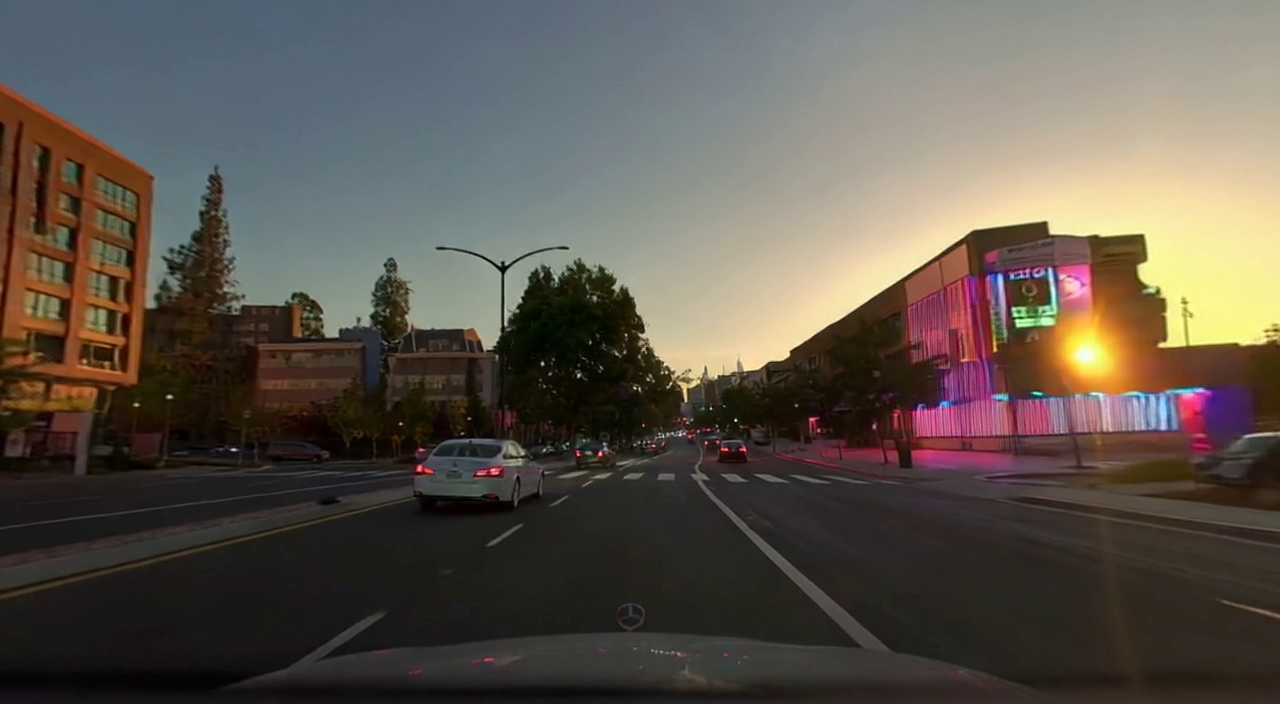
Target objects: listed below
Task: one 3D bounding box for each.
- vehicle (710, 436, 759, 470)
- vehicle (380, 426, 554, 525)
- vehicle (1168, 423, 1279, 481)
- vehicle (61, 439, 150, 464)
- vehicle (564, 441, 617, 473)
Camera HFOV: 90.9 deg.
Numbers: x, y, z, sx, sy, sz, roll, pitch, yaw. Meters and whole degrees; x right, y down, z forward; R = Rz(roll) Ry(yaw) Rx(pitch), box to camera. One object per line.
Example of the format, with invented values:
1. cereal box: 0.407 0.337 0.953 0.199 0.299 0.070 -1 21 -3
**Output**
1. vehicle: 5.050 5.437 34.188 2.103 1.699 4.171 0 -8 2
2. vehicle: -3.112 2.328 12.476 2.118 1.568 4.436 0 -8 1
3. vehicle: 17.977 2.751 17.530 4.583 1.491 2.192 0 -8 -1
4. vehicle: -39.979 7.427 47.214 1.993 1.726 4.713 -7 -11 41
5. vehicle: -2.383 5.185 31.347 1.980 1.454 4.226 -1 -8 4
